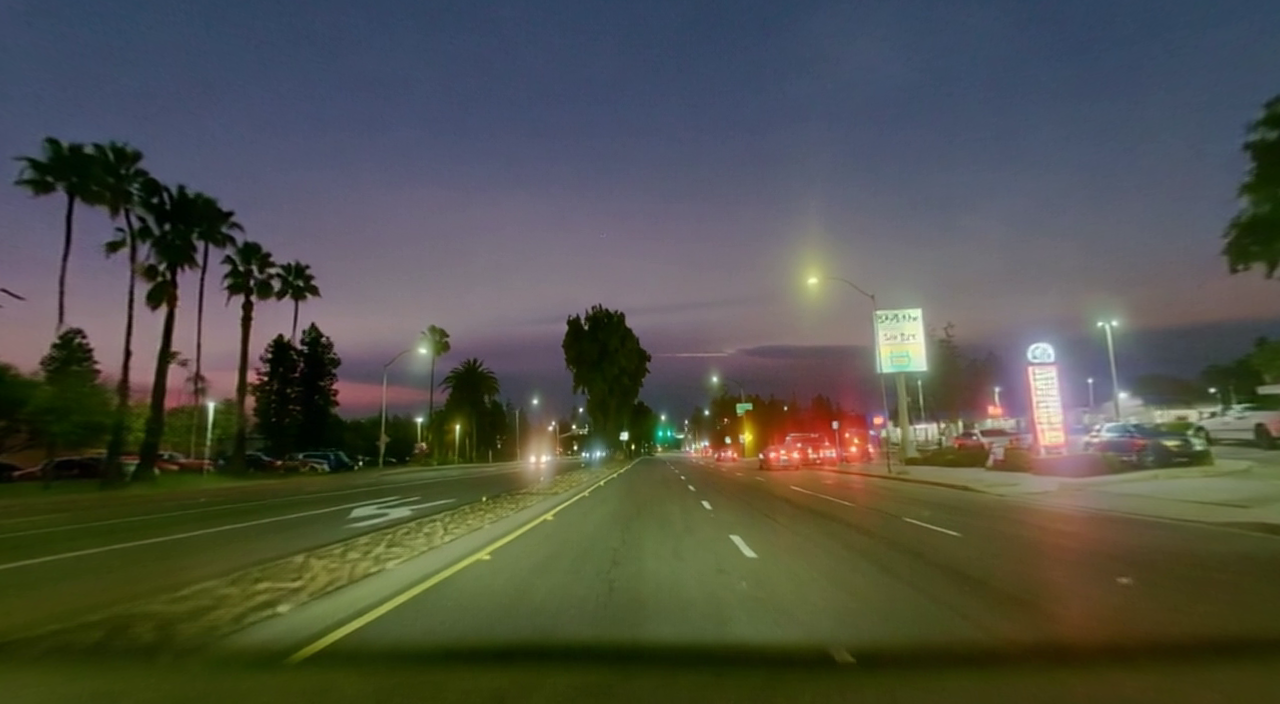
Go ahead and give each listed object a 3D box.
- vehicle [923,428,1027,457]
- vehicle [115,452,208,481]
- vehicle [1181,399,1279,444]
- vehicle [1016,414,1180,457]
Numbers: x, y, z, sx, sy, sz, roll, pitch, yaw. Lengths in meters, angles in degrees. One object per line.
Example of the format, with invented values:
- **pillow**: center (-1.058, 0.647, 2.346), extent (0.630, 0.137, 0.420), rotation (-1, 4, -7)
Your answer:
- **vehicle**: center (18.725, 5.112, 35.431), extent (4.691, 1.545, 1.900), rotation (-1, -9, 5)
- **vehicle**: center (-27.833, 6.661, 36.871), extent (2.067, 1.563, 4.043), rotation (0, -9, 3)
- **vehicle**: center (31.356, 3.535, 31.670), extent (6.052, 2.013, 2.331), rotation (0, -10, 2)
- **vehicle**: center (19.312, 3.562, 26.836), extent (5.123, 1.730, 2.183), rotation (0, -9, 3)
